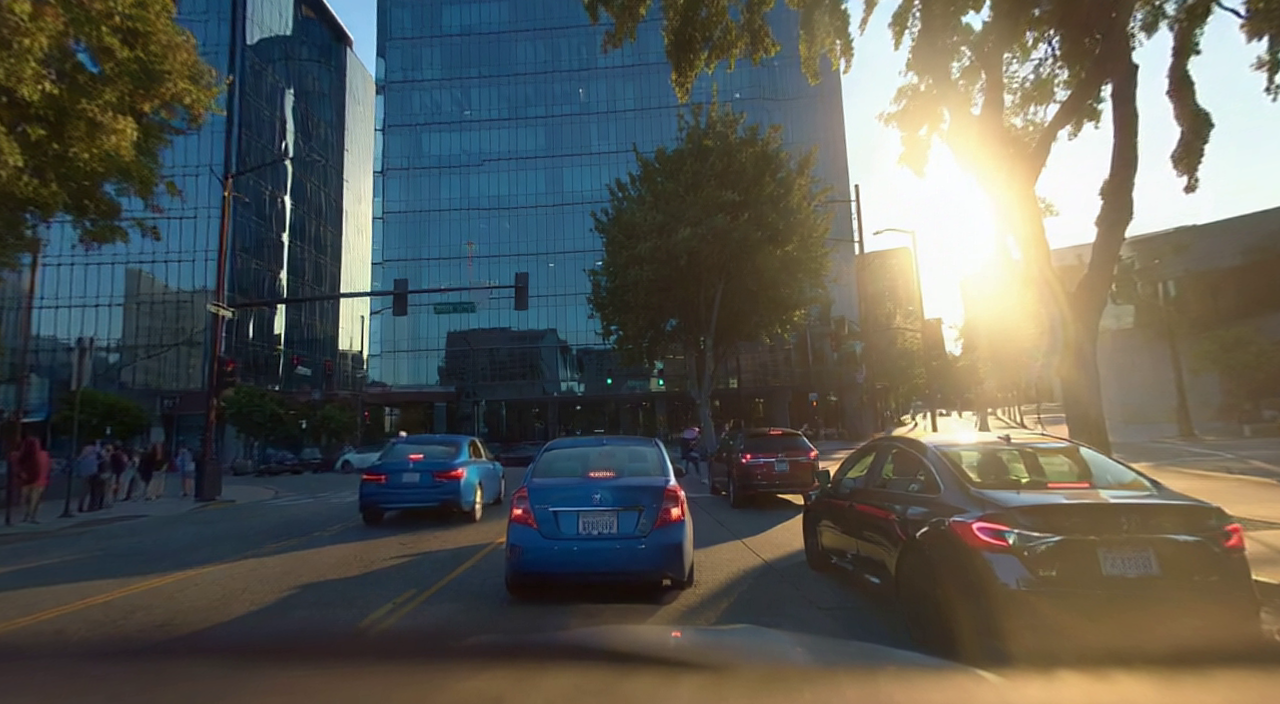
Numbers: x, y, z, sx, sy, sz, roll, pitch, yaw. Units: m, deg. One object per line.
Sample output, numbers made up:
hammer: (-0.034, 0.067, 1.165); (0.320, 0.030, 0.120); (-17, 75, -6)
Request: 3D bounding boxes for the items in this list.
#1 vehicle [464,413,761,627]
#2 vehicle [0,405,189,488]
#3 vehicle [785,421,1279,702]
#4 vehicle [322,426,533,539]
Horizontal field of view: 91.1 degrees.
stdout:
vehicle: (-0.262, 1.477, 6.504); (2.072, 1.476, 4.078); (0, -8, -2)
vehicle: (-26.499, 4.344, 29.054); (8.989, 3.623, 2.884); (0, -8, 2)
vehicle: (2.754, 1.411, 5.459); (1.952, 1.464, 4.165); (0, -8, -1)
vehicle: (-3.254, 2.082, 10.701); (2.068, 1.513, 4.221); (0, -8, 1)
